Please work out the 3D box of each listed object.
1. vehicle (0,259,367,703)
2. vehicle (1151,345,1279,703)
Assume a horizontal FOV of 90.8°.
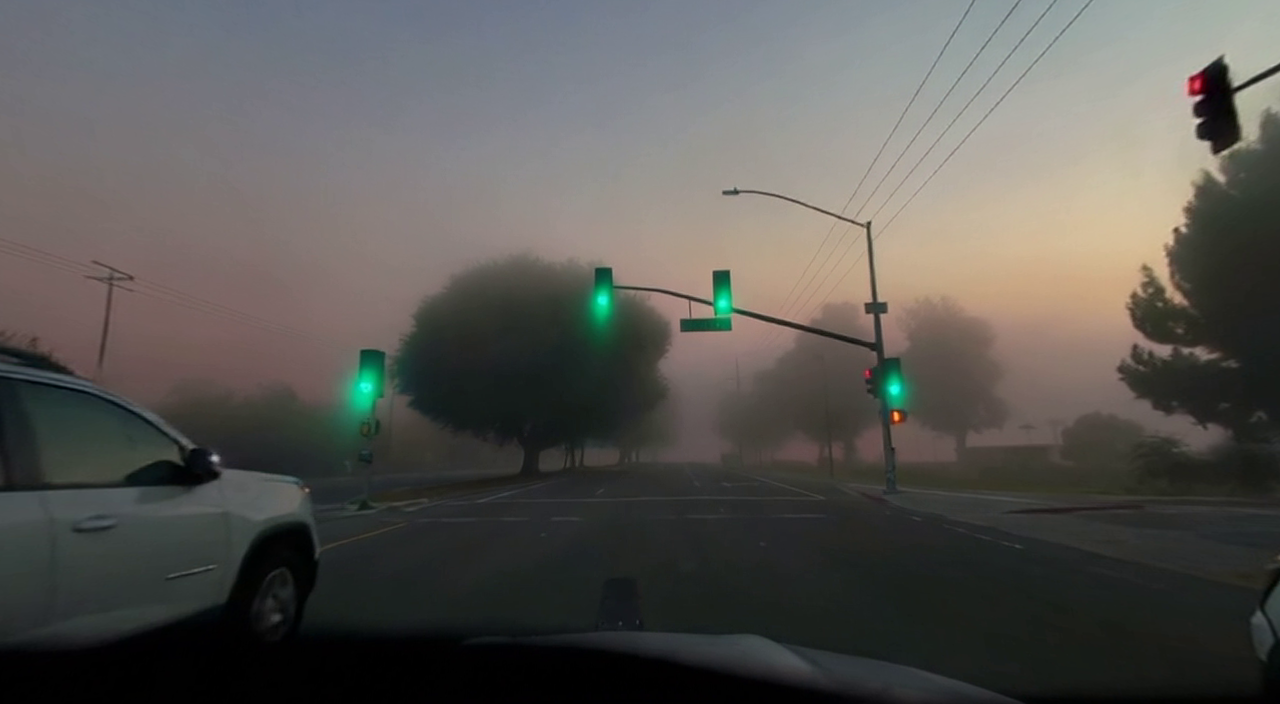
[{"bbox_3d":[-3.428,0.708,2.404,2.374,1.985,5.391,0,-8,0],"label":"vehicle"},{"bbox_3d":[3.615,0.594,0.956,2.056,1.703,4.305,0,-8,1],"label":"vehicle"}]
